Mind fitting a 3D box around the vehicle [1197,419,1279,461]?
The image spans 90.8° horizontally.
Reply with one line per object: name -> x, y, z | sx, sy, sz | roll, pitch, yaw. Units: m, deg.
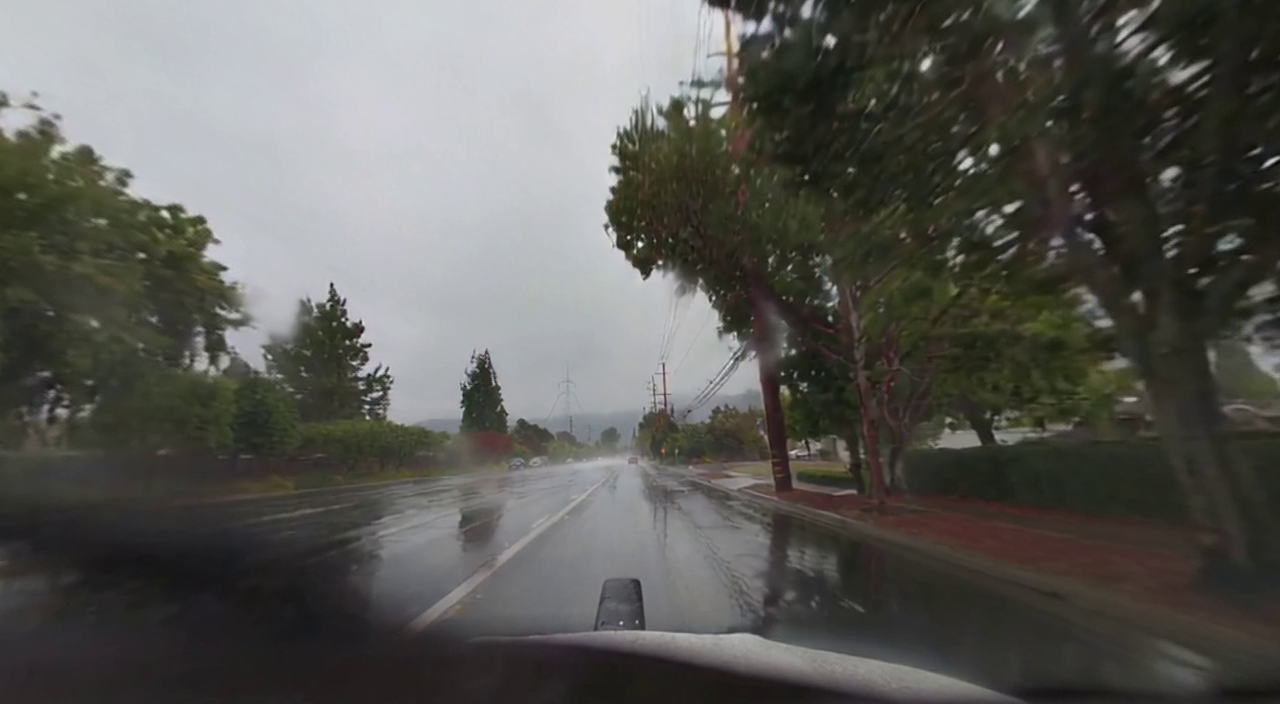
vehicle -> 29.429, 4.206, 29.813 | 1.877, 1.757, 4.937 | 1, -10, 3
